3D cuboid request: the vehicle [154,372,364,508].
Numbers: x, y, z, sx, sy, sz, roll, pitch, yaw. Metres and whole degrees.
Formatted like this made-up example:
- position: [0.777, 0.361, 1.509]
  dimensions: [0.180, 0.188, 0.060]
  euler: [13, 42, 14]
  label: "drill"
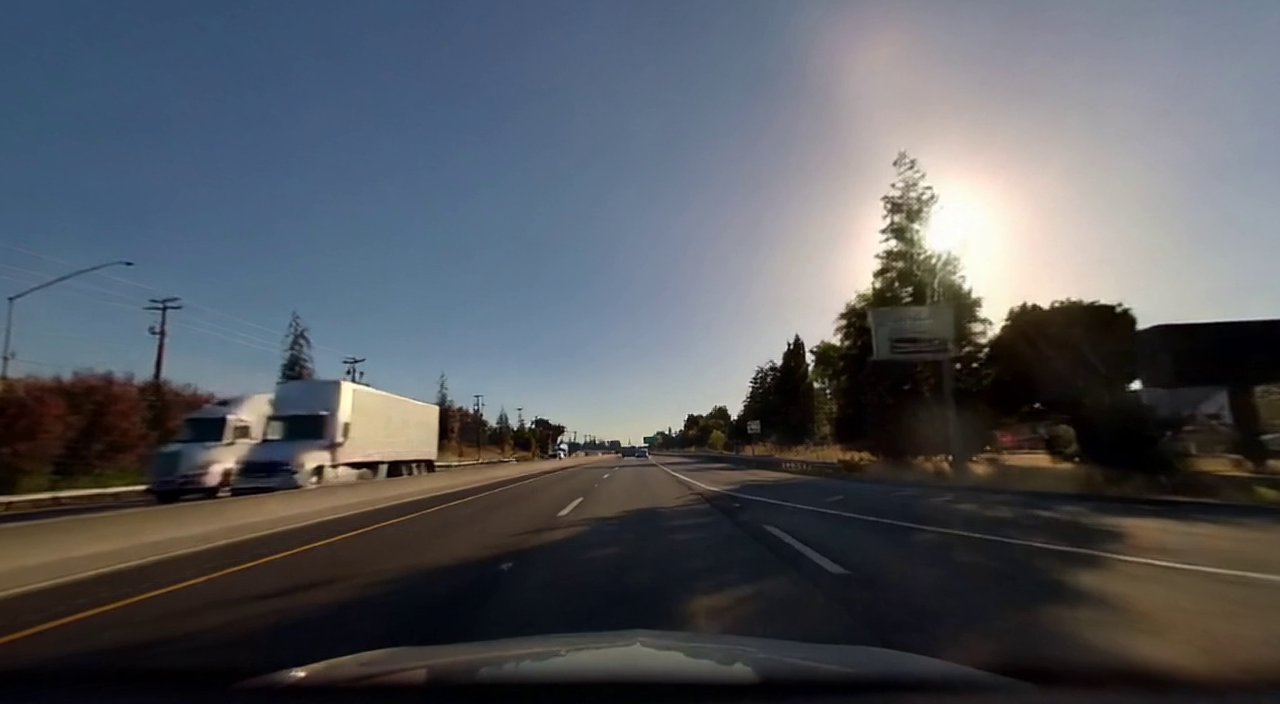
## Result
- position: [-11.917, 2.894, 20.484]
  dimensions: [2.993, 3.759, 5.901]
  euler: [0, -9, 0]
  label: "vehicle"
